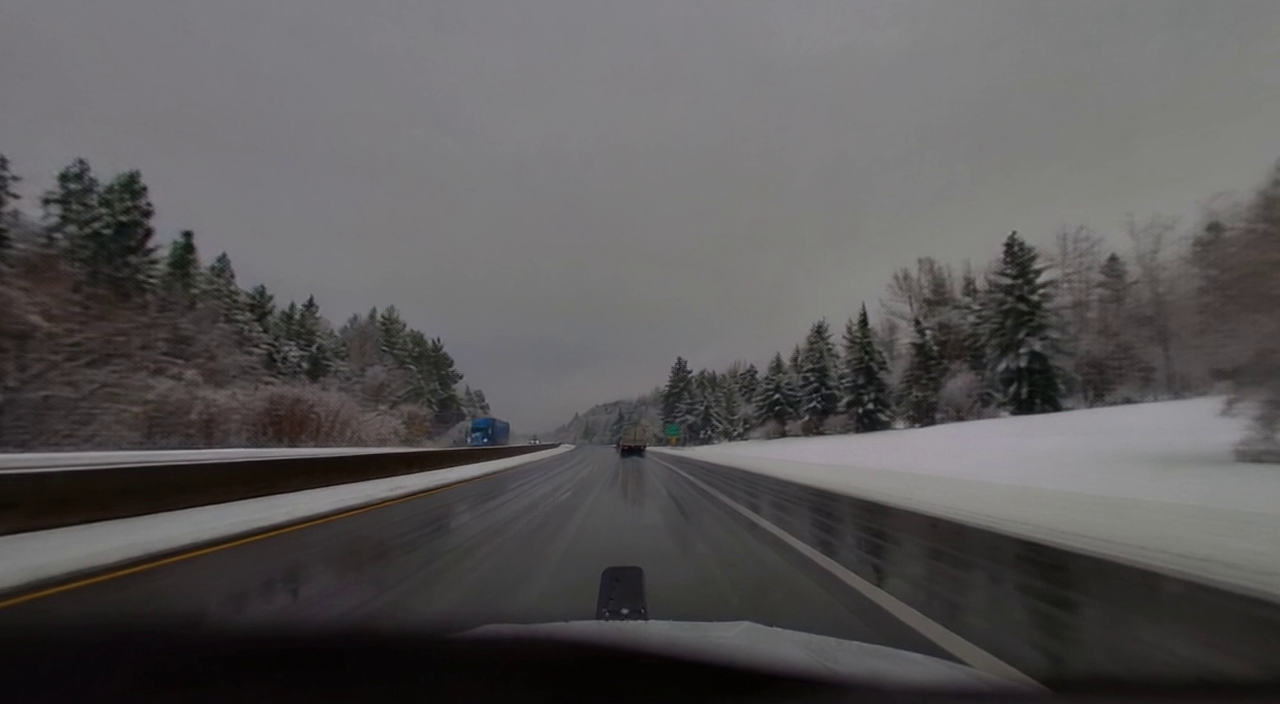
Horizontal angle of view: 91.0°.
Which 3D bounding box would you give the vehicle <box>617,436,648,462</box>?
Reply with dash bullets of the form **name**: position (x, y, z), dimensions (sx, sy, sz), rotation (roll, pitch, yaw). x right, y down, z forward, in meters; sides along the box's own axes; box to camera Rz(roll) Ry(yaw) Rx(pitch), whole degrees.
- **vehicle**: position (-0.596, 6.948, 45.096), dimensions (2.079, 1.729, 4.380), rotation (0, -8, -3)
